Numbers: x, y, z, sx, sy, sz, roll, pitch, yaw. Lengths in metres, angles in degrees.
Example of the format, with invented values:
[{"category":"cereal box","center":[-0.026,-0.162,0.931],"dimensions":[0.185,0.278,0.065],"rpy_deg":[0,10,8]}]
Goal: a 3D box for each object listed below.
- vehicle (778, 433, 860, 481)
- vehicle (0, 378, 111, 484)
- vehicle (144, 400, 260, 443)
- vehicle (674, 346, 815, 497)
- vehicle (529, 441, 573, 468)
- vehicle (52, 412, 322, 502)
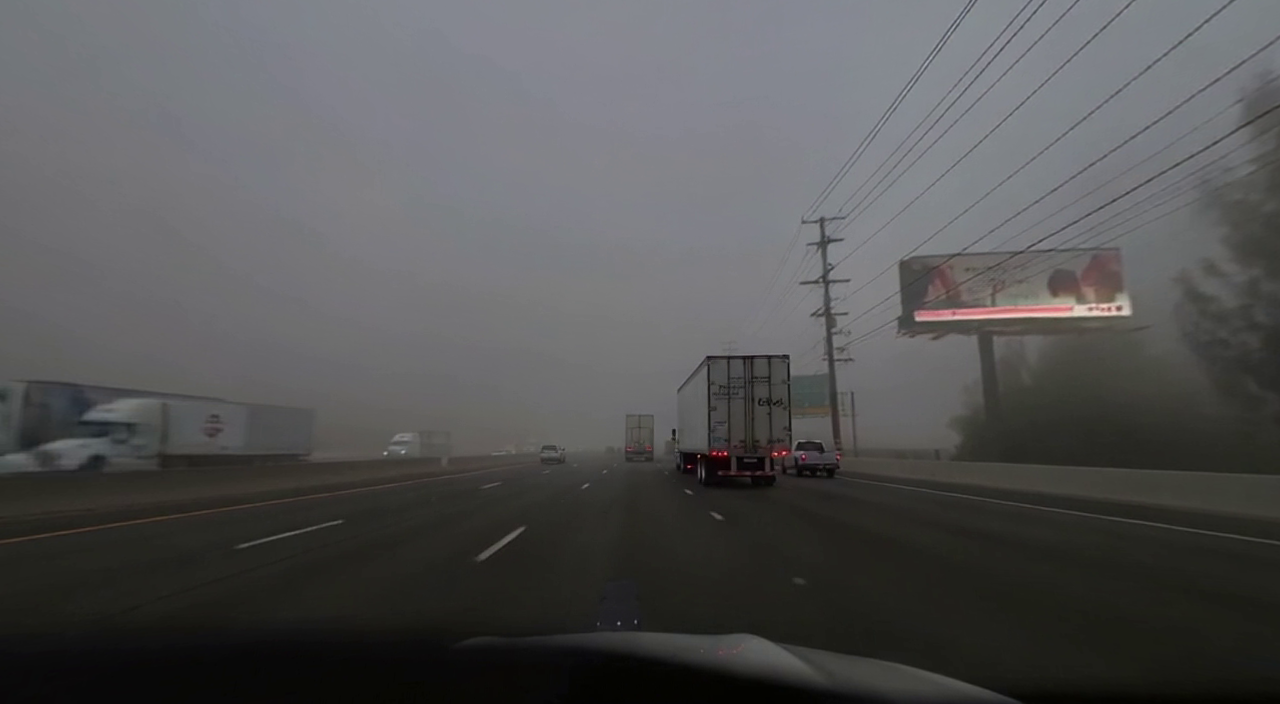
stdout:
[{"category":"vehicle","center":[7.550,4.490,27.219],"dimensions":[2.115,1.844,4.522],"rpy_deg":[0,-9,-1]},{"category":"vehicle","center":[-24.803,2.965,23.539],"dimensions":[3.057,3.802,8.100],"rpy_deg":[0,-9,0]},{"category":"vehicle","center":[-20.907,3.439,30.526],"dimensions":[2.008,1.858,4.938],"rpy_deg":[-1,-9,1]},{"category":"vehicle","center":[3.322,3.156,25.804],"dimensions":[2.892,4.152,16.575],"rpy_deg":[0,-9,0]},{"category":"vehicle","center":[-6.849,7.925,49.223],"dimensions":[2.425,1.917,5.647],"rpy_deg":[-1,-9,2]},{"category":"vehicle","center":[-20.893,5.079,31.283],"dimensions":[2.971,3.403,13.948],"rpy_deg":[-1,-9,1]}]
